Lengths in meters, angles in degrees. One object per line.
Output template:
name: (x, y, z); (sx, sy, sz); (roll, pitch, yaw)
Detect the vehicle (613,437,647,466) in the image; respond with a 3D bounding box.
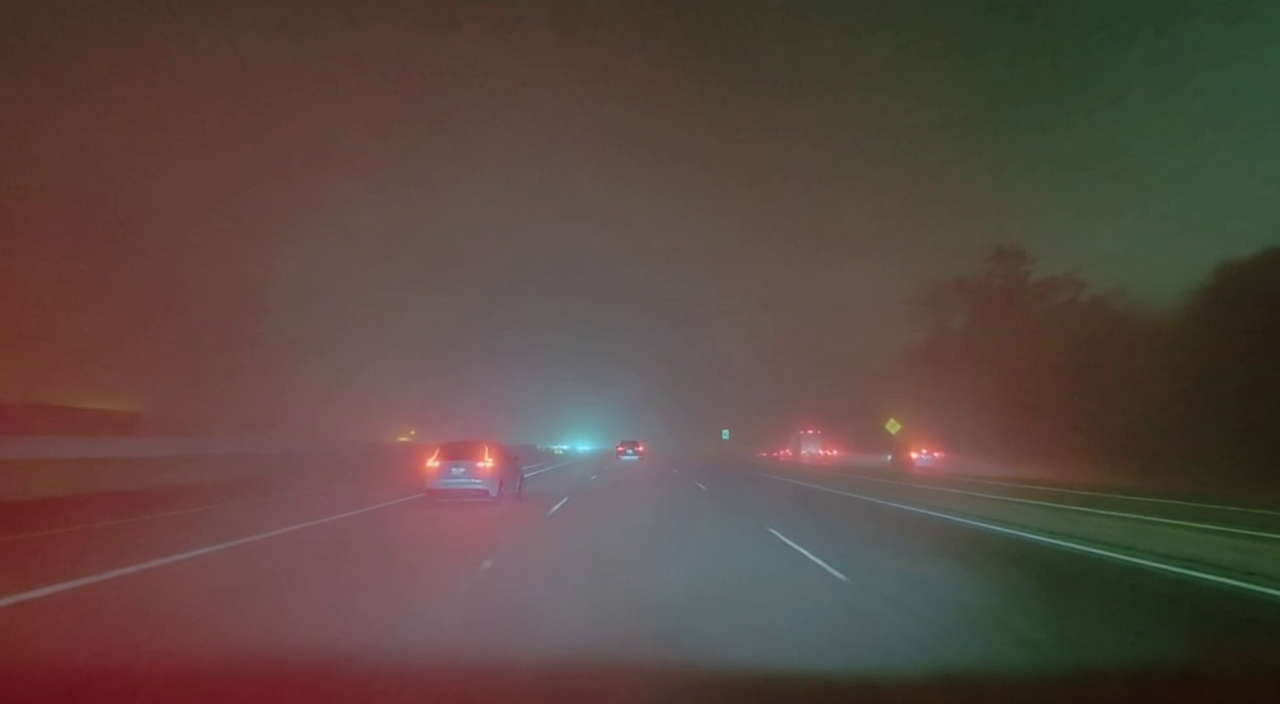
vehicle: (-0.734, 6.956, 44.355); (2.269, 1.924, 4.596); (0, -8, -1)

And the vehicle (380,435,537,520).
vehicle: (-3.810, 2.713, 14.370); (2.140, 1.574, 4.946); (0, -8, 0)
